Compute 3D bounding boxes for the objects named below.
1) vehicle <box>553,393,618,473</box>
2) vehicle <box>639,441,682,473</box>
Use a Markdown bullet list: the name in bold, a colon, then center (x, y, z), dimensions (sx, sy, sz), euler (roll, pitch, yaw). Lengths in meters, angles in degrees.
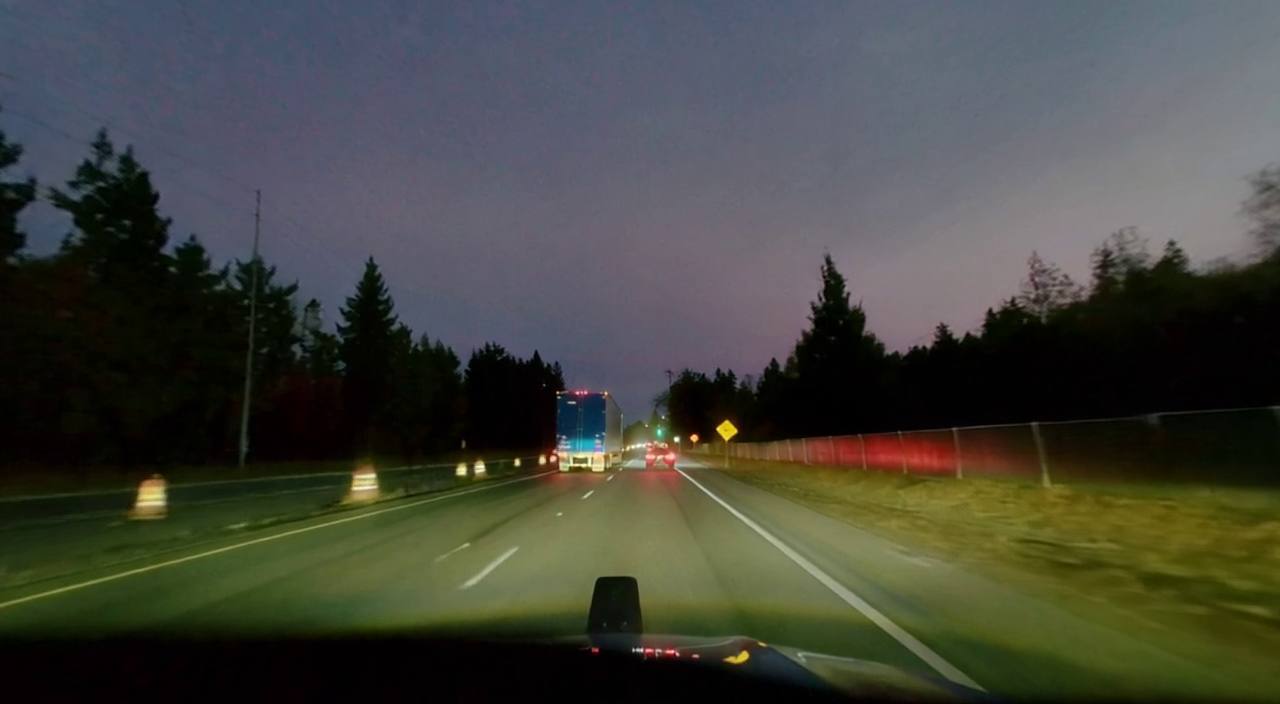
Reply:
- **vehicle**: center (-3.039, 5.299, 40.179), dimensions (2.906, 4.115, 15.715), euler (0, -8, 0)
- **vehicle**: center (1.089, 5.905, 35.748), dimensions (2.304, 1.675, 4.462), euler (0, -8, 0)
